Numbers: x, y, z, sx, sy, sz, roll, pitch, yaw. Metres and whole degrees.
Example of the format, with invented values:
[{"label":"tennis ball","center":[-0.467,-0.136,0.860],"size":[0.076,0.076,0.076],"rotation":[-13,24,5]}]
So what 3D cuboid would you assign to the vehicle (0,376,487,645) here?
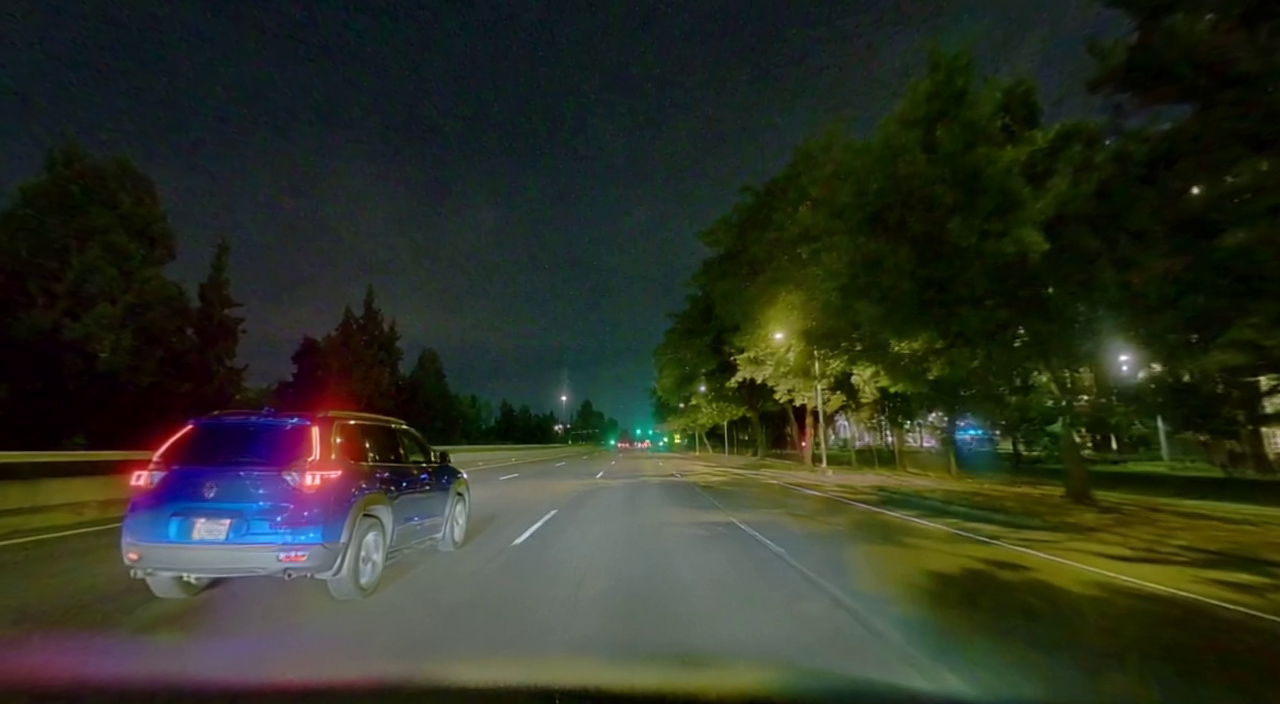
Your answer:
[{"label":"vehicle","center":[-3.147,1.339,6.337],"size":[2.033,1.713,4.503],"rotation":[0,-8,0]}]
